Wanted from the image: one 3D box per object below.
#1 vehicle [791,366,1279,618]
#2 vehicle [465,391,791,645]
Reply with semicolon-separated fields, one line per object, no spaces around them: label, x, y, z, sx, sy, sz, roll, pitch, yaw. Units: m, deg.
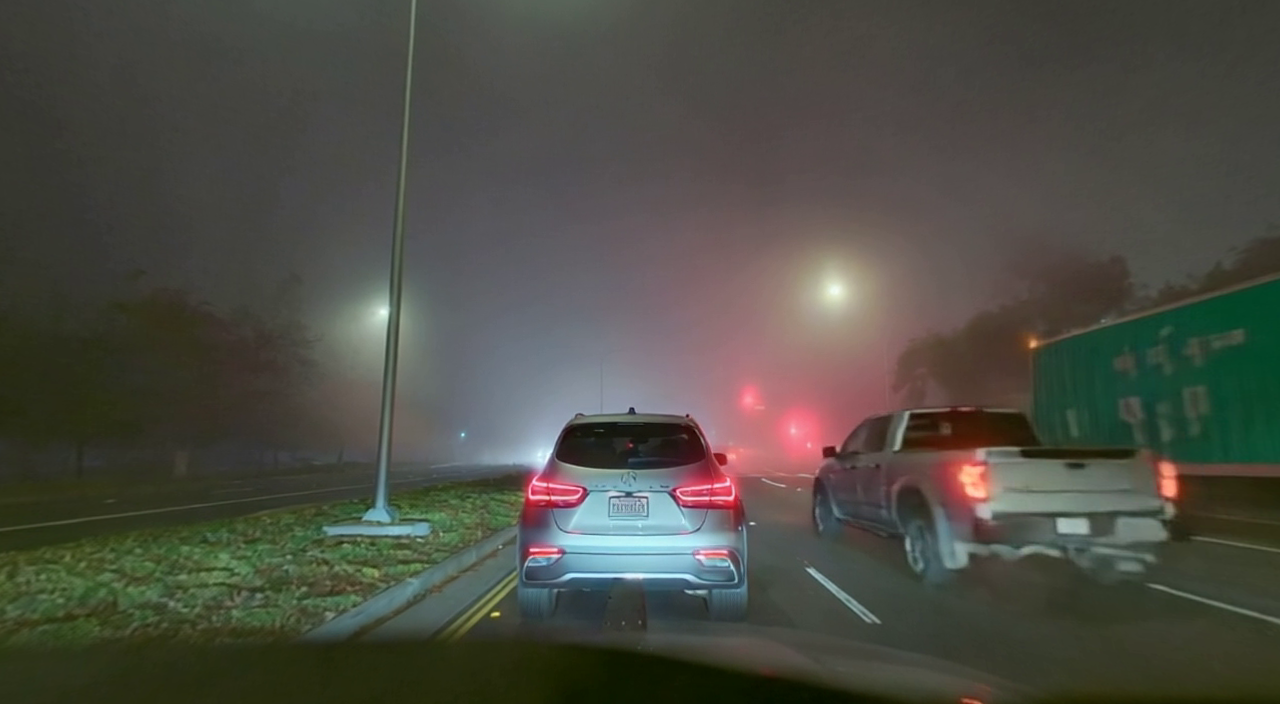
vehicle;3.954;1.553;8.135;2.440;1.962;6.363;0;-8;0
vehicle;-0.090;1.414;6.321;2.172;1.694;4.055;0;-8;0
